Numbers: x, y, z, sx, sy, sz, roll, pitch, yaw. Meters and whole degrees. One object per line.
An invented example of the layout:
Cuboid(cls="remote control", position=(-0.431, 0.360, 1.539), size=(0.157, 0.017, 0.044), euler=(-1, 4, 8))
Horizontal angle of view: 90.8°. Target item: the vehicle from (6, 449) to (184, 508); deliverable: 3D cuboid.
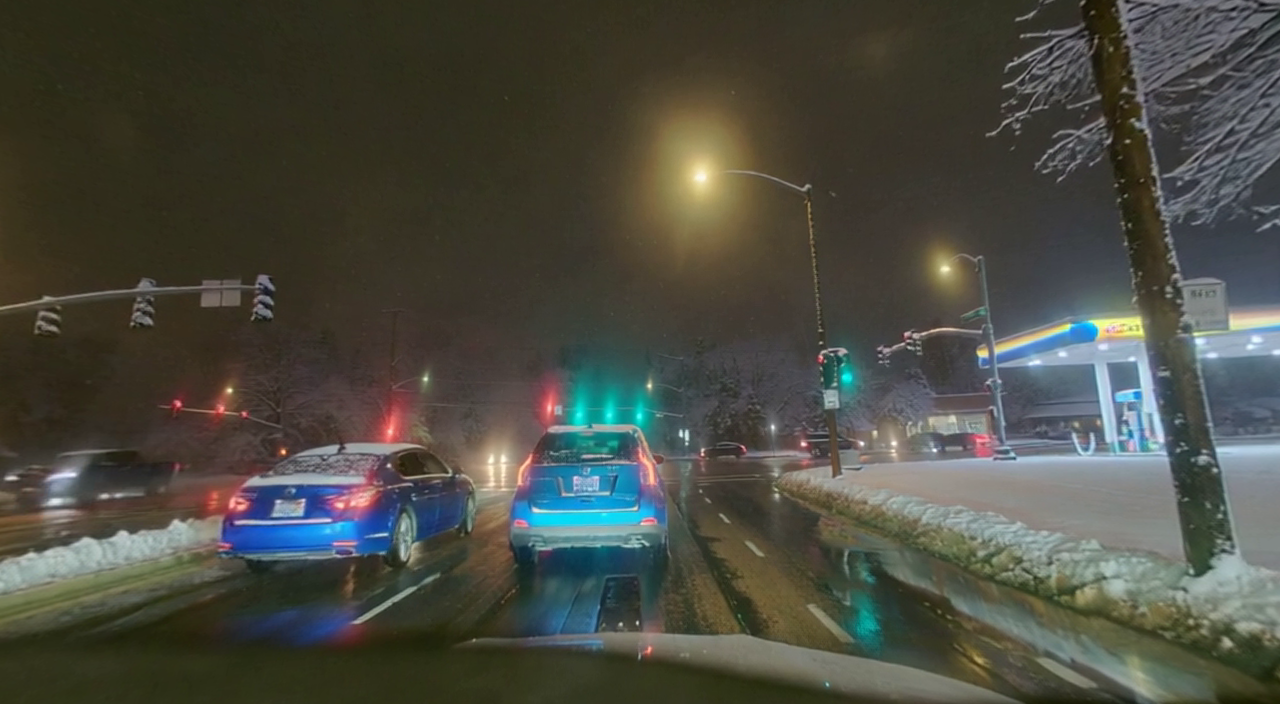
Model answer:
Cuboid(cls="vehicle", position=(-18.385, 4.218, 21.678), size=(2.029, 1.748, 4.518), euler=(0, -8, 0))

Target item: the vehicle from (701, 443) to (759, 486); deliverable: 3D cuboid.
Cuboid(cls="vehicle", position=(3.396, 4.200, 23.997), size=(1.976, 1.462, 4.342), euler=(-1, -8, 8))

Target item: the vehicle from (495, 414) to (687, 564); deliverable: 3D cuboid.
Cuboid(cls="vehicle", position=(-0.579, 1.896, 9.498), size=(2.210, 1.722, 4.215), euler=(0, -8, 0))

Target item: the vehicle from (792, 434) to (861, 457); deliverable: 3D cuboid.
Cuboid(cls="vehicle", position=(13.888, 6.992, 47.265), size=(4.524, 1.681, 1.823), euler=(0, -8, -1))

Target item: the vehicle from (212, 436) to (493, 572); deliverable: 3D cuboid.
Cuboid(cls="vehicle", position=(-3.706, 2.012, 9.220), size=(2.003, 1.492, 4.291), euler=(0, -8, 1))

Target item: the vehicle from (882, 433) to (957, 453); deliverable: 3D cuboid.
Cuboid(cls="vehicle", position=(20.734, 6.765, 46.979), size=(4.700, 1.417, 1.789), euler=(0, -8, 1))
